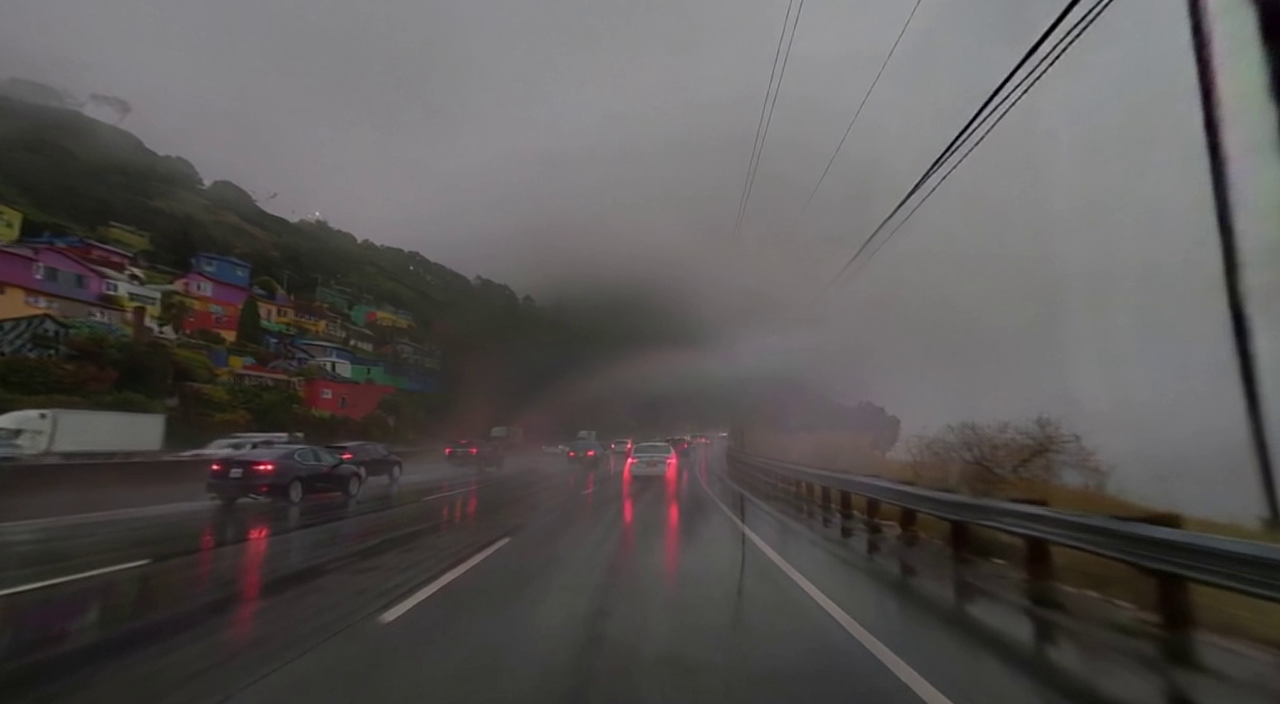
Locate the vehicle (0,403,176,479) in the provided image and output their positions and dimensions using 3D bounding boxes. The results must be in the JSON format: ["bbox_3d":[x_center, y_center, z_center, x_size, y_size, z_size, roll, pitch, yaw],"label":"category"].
[{"bbox_3d":[-28.522,4.485,31.675,2.962,3.232,9.077,-1,-8,4],"label":"vehicle"}]

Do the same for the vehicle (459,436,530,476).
[{"bbox_3d":[-7.257,5.241,32.003,2.080,1.833,4.461,-1,-8,7],"label":"vehicle"}]

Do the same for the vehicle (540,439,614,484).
[{"bbox_3d":[-2.427,4.377,25.590,2.121,1.639,4.383,-1,-8,6],"label":"vehicle"}]

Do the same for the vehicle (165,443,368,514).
[{"bbox_3d":[-8.820,2.972,15.476,1.959,1.469,4.450,-1,-8,5],"label":"vehicle"}]

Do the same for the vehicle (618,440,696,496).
[{"bbox_3d":[0.609,3.412,19.017,2.109,1.495,3.935,-1,-8,4],"label":"vehicle"}]
